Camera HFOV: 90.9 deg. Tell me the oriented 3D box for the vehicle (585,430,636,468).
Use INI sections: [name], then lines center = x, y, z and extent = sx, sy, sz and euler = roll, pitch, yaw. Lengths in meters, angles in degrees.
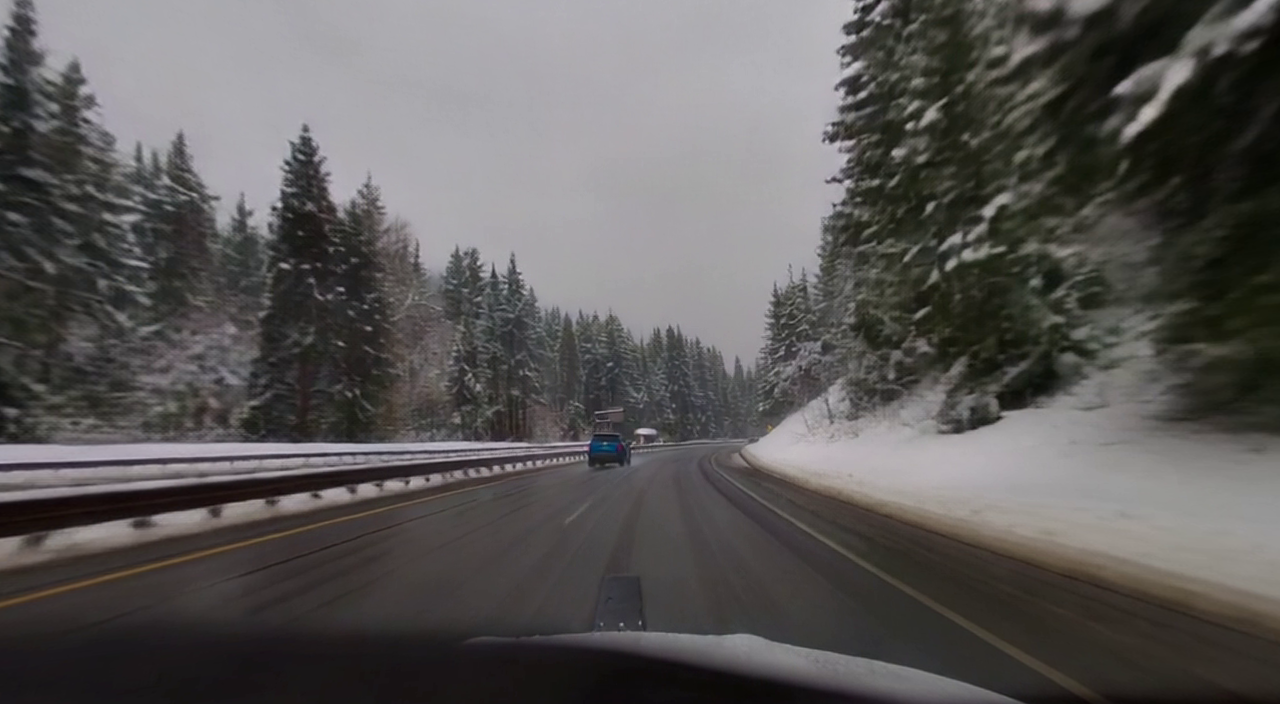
[vehicle]
center = -1.400, 4.924, 32.218
extent = 2.005, 1.752, 4.479
euler = -1, -8, 5
